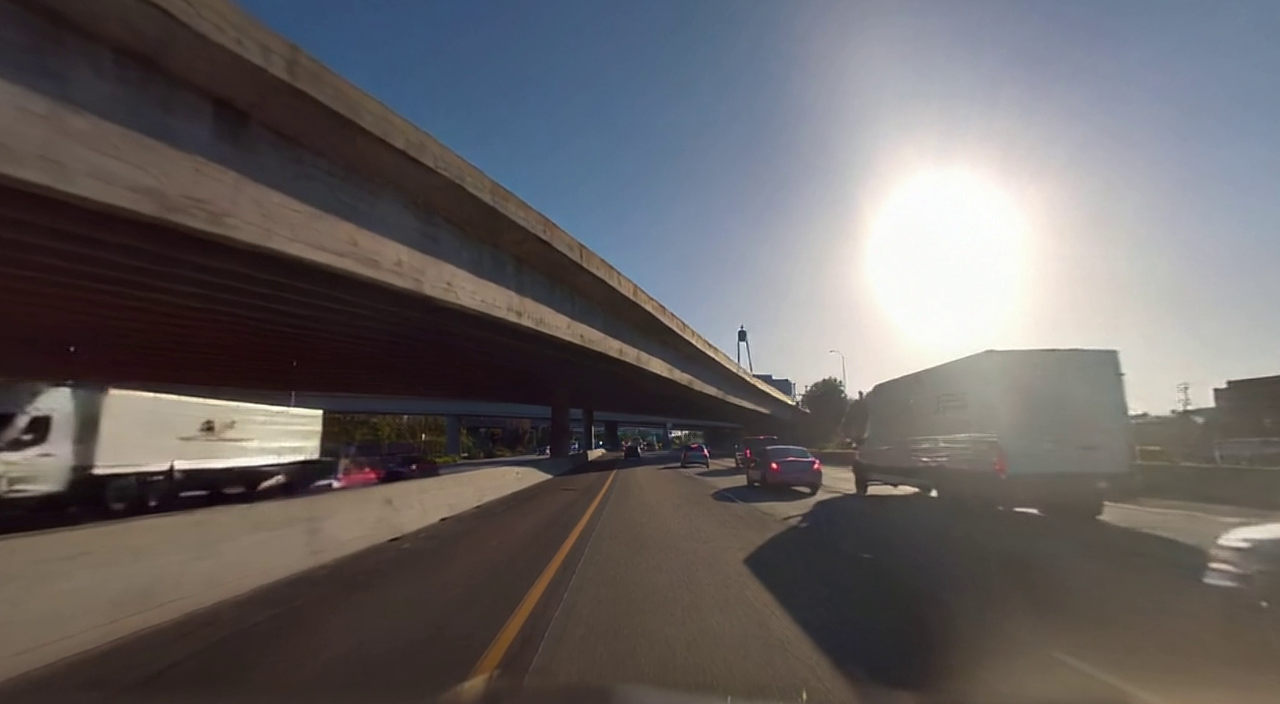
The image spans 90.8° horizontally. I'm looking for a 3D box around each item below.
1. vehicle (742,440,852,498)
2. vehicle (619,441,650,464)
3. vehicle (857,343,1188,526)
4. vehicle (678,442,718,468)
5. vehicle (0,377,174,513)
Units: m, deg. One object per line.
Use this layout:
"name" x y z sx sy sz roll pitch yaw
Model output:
"vehicle" 4.353 3.300 18.303 1.971 1.453 4.414 0 -8 -1
"vehicle" -0.466 7.832 49.331 2.256 1.743 4.189 0 -8 -1
"vehicle" 8.031 1.990 14.912 2.866 3.233 7.345 1 -9 -3
"vehicle" 3.779 6.807 42.026 2.005 1.585 4.863 0 -8 -2
"vehicle" -20.480 3.148 21.351 3.051 3.996 8.261 0 -8 -1
